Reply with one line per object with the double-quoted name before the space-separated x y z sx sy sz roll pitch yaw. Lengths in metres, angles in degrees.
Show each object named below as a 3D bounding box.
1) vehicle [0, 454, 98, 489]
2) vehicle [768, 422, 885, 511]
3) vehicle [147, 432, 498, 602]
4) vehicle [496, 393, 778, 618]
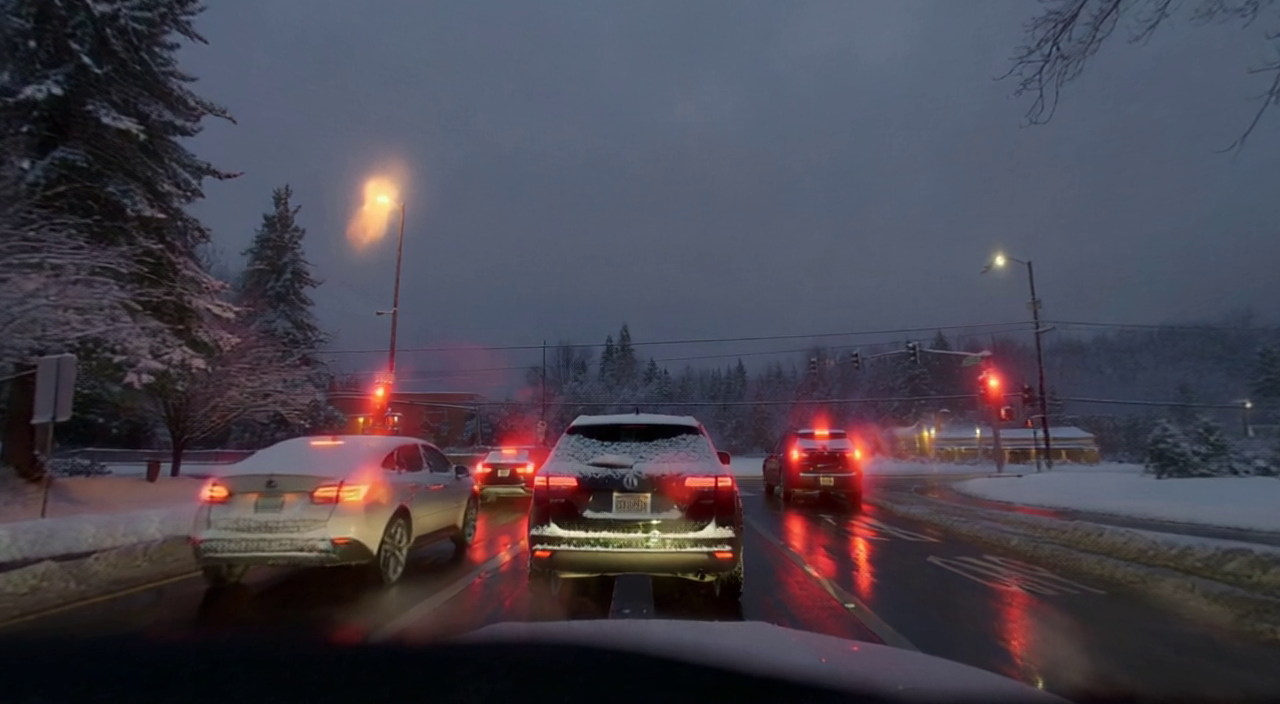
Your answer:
"vehicle" -27.104 5.273 27.922 4.198 1.444 1.765 2 -9 -15
"vehicle" 4.808 2.997 16.922 2.084 2.053 4.073 -1 -8 3
"vehicle" -3.277 1.766 7.755 1.913 1.453 4.413 0 -8 2
"vehicle" -0.032 1.524 7.173 2.203 1.757 4.286 0 -8 0
